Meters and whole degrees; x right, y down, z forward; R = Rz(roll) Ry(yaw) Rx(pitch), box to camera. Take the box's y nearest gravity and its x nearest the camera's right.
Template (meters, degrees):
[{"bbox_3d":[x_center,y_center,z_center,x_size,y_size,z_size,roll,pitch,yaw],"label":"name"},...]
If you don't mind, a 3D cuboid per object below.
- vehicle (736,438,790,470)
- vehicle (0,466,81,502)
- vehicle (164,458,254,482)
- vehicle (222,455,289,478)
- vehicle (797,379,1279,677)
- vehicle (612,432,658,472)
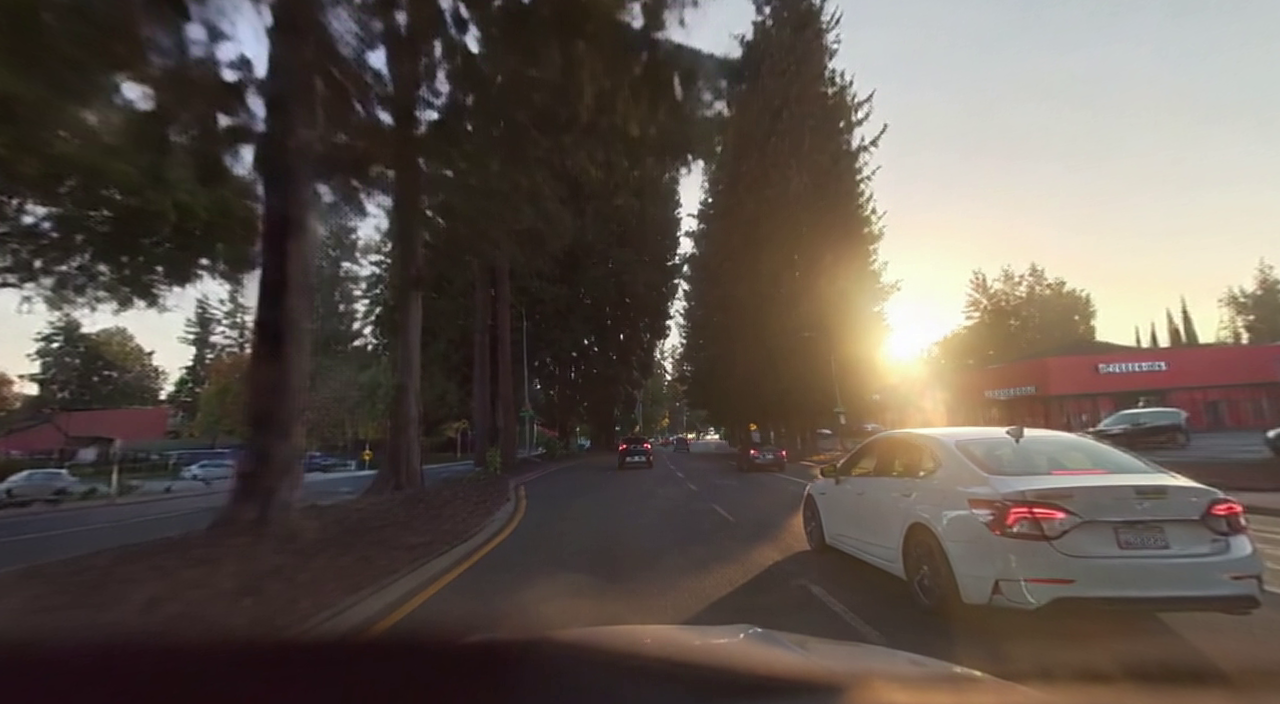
[{"bbox_3d":[6.149,5.142,31.996,1.883,1.452,4.258,0,-8,0],"label":"vehicle"},{"bbox_3d":[-29.969,6.433,30.586,4.040,1.444,1.905,-4,-8,-1],"label":"vehicle"},{"bbox_3d":[-29.988,8.229,44.049,4.689,1.535,2.042,0,-8,-1],"label":"vehicle"},{"bbox_3d":[-30.287,9.009,49.862,4.058,1.535,1.826,-2,-8,-1],"label":"vehicle"},{"bbox_3d":[3.125,1.313,5.856,2.153,1.658,4.485,0,-8,0],"label":"vehicle"},{"bbox_3d":[-0.246,4.878,31.041,2.106,1.798,4.168,0,-8,0],"label":"vehicle"}]
